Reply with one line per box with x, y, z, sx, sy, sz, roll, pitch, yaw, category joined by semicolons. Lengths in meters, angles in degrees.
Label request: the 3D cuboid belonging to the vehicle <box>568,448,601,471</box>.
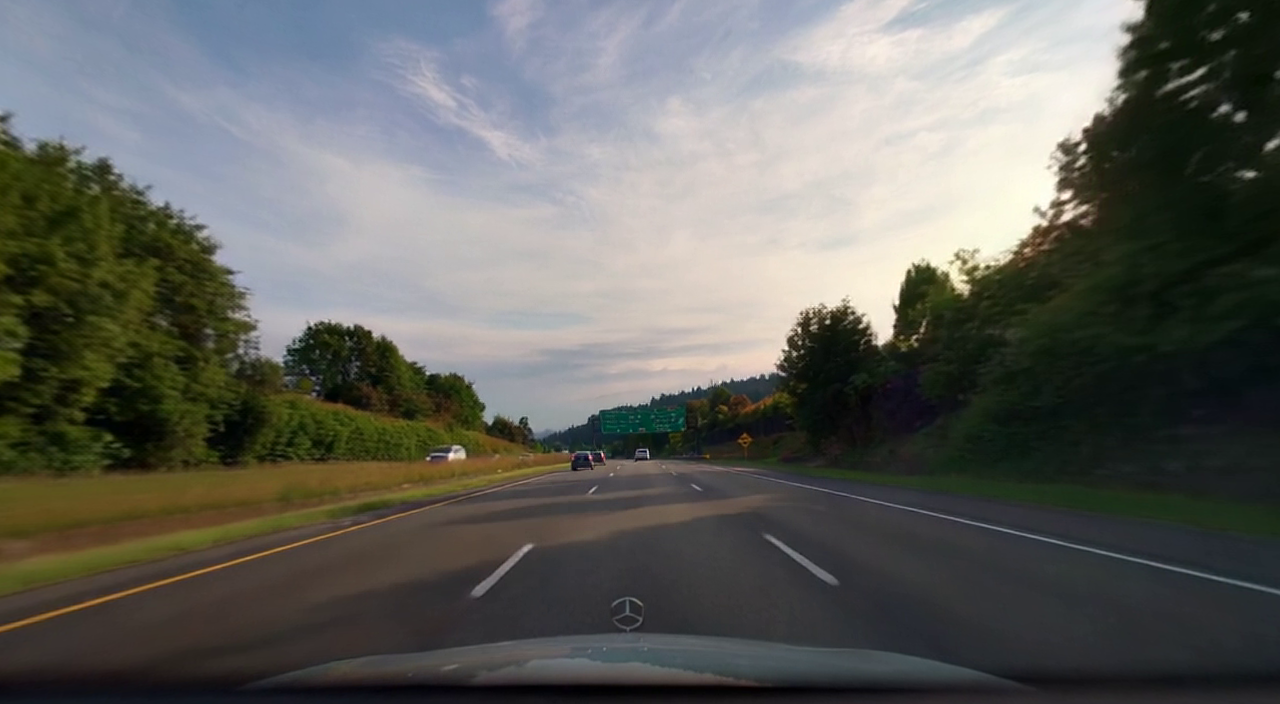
-3.717;7.302;42.898;1.918;1.510;4.006;0;-9;0;vehicle
